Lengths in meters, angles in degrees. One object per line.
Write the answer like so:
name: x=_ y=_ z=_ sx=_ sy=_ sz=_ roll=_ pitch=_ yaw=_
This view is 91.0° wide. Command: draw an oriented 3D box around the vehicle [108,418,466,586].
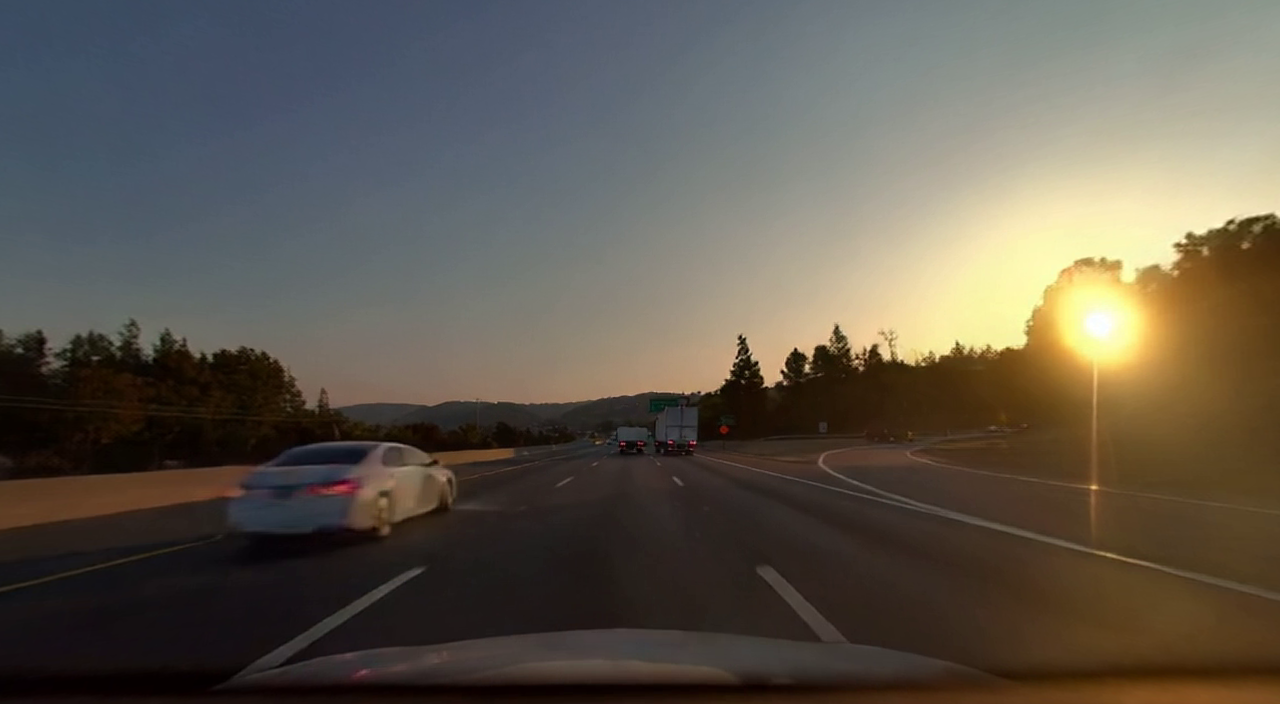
vehicle: x=-3.895 y=1.710 z=8.073 sx=2.111 sy=1.536 sz=4.270 roll=0 pitch=-8 yaw=0
